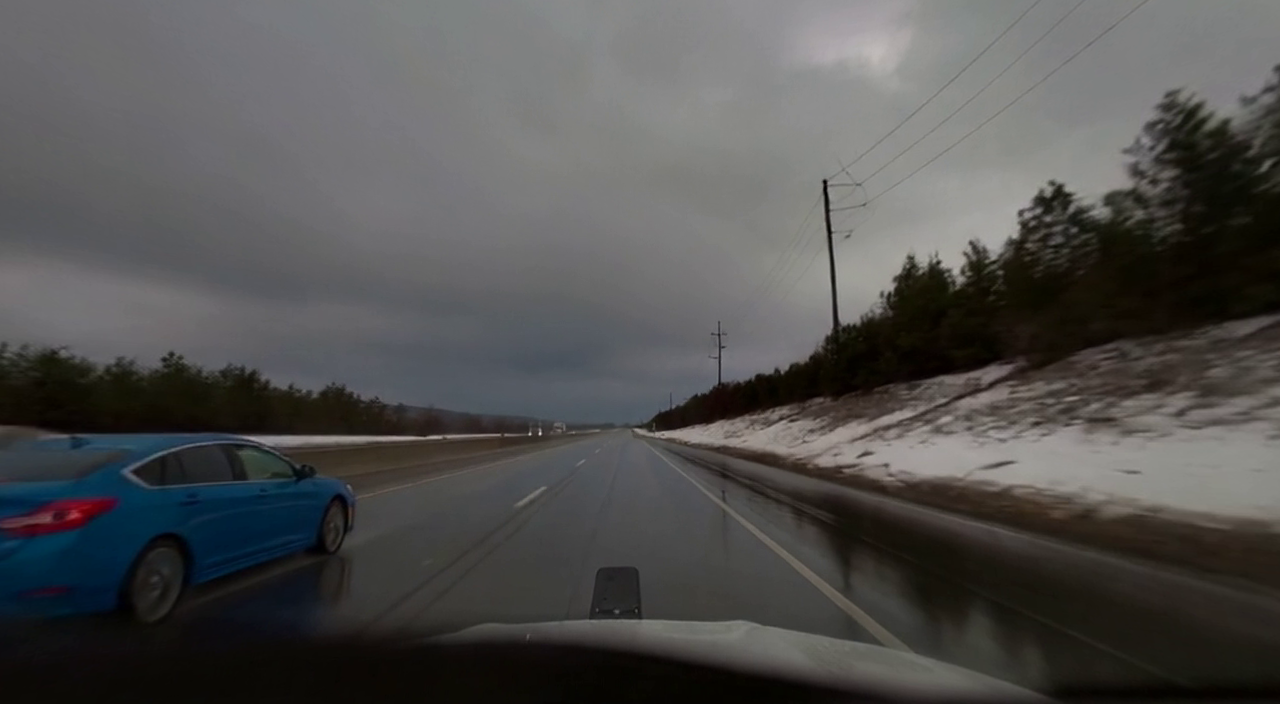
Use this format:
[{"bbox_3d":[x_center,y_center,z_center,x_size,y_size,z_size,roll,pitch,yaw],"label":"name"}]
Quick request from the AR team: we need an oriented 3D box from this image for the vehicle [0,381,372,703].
[{"bbox_3d":[-3.930,1.164,4.821,1.999,1.536,3.969,0,-8,0],"label":"vehicle"}]
